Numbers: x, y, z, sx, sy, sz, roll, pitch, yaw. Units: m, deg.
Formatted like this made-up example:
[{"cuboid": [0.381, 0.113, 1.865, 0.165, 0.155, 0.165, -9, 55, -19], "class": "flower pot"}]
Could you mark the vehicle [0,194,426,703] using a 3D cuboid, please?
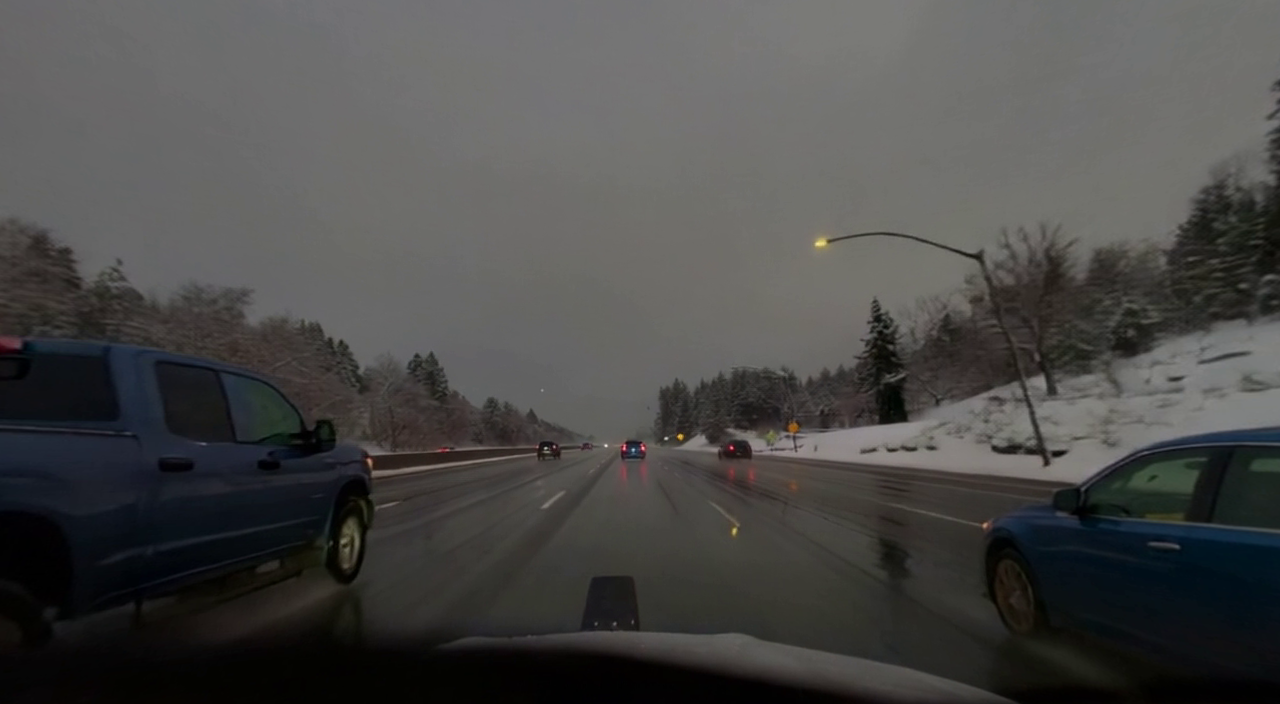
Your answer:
[{"cuboid": [-3.662, 0.758, 3.892, 2.592, 2.179, 6.034, 0, -8, 0], "class": "vehicle"}]

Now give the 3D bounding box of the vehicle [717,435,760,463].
[{"cuboid": [6.848, 6.843, 44.647, 2.103, 1.898, 5.310, 0, -9, -1], "class": "vehicle"}]

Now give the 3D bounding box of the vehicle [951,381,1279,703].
[{"cuboid": [3.126, 0.808, 1.765, 2.072, 1.501, 4.694, 0, -8, -1], "class": "vehicle"}]

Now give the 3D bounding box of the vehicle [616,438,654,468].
[{"cuboid": [-0.330, 5.951, 37.355, 2.157, 1.642, 4.189, 0, -8, -1], "class": "vehicle"}]
